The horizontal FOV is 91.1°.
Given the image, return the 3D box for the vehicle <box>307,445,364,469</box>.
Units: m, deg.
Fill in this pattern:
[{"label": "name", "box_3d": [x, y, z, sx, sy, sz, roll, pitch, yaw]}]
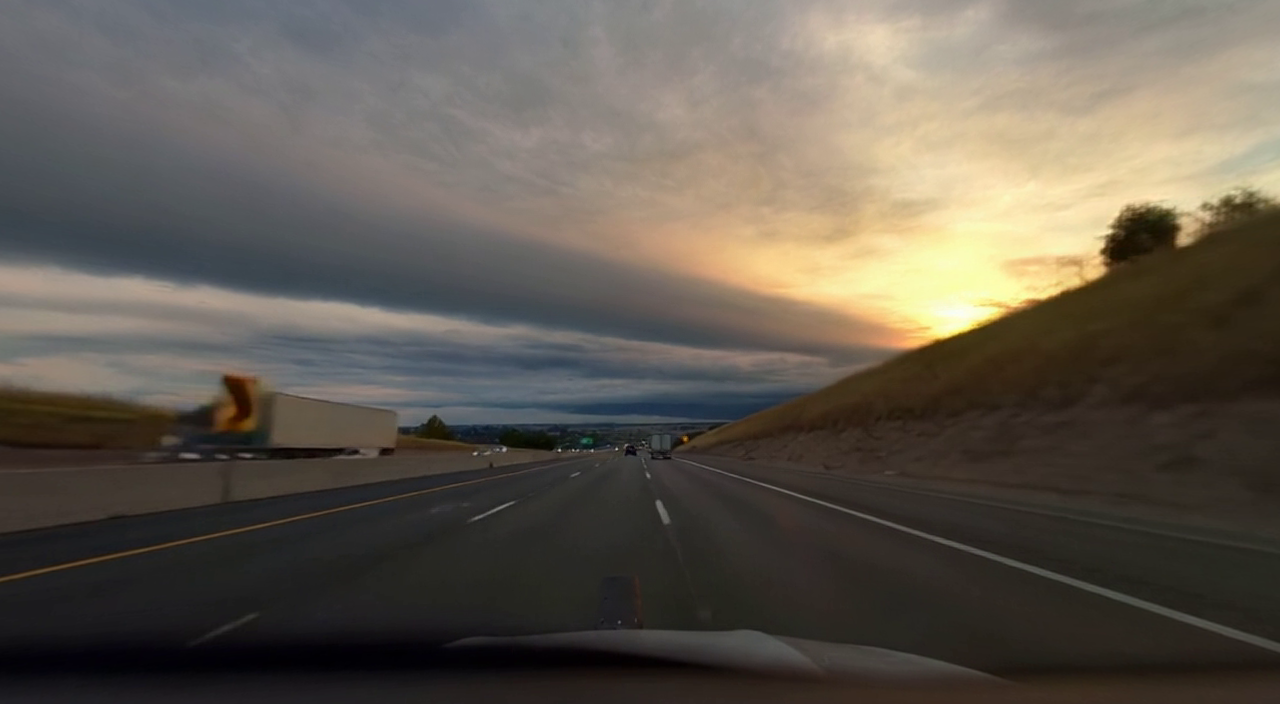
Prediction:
[{"label": "vehicle", "box_3d": [-20.327, 7.029, 42.126, 1.802, 1.476, 4.083, 0, -9, 0]}]
